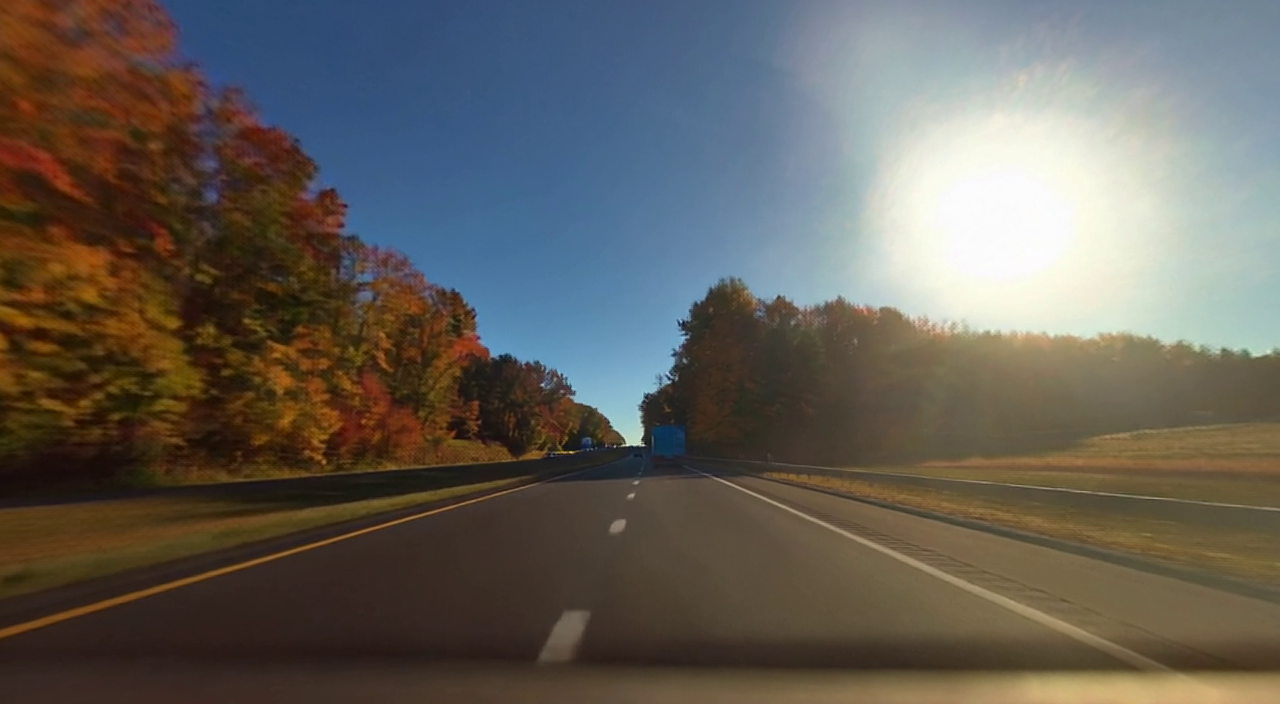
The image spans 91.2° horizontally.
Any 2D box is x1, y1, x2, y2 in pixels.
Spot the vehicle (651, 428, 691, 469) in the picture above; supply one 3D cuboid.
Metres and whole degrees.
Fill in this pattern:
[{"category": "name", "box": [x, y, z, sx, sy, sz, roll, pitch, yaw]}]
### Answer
[{"category": "vehicle", "box": [2.320, 7.578, 49.135, 2.697, 2.980, 6.749, 0, -9, 0]}]
